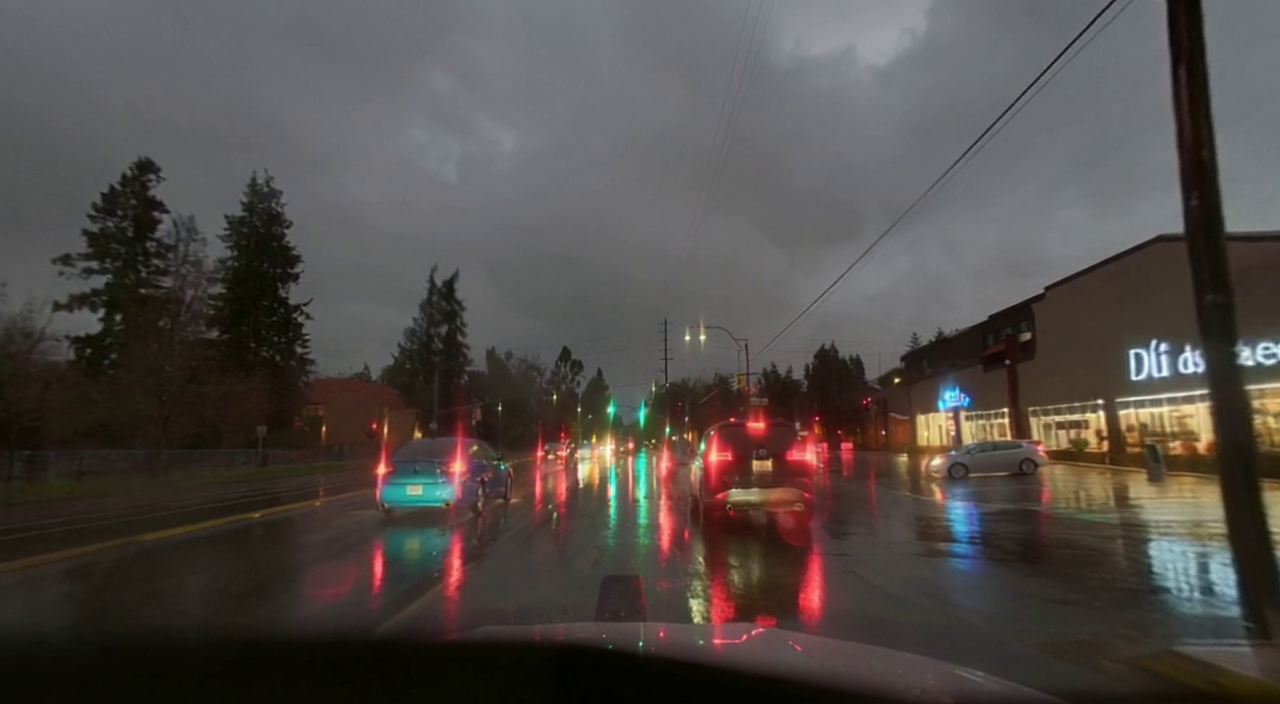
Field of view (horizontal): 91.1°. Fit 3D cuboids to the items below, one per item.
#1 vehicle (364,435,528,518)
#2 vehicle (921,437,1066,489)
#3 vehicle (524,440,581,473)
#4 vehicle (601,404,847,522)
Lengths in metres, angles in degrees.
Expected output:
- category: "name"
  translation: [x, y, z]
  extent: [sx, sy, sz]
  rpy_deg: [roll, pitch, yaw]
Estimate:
- category: "vehicle"
  translation: [-3.890, 2.564, 13.511]
  extent: [2.026, 1.466, 4.282]
  rpy_deg: [0, -8, 2]
- category: "vehicle"
  translation: [12.285, 3.883, 22.035]
  extent: [3.871, 1.525, 1.835]
  rpy_deg: [-3, -9, 0]
- category: "vehicle"
  translation: [-4.073, 4.937, 29.887]
  extent: [2.042, 1.470, 4.123]
  rpy_deg: [0, -8, 1]
- category: "vehicle"
  translation: [1.545, 2.211, 12.927]
  extent: [4.642, 1.955, 2.052]
  rpy_deg: [-8, -12, 43]
